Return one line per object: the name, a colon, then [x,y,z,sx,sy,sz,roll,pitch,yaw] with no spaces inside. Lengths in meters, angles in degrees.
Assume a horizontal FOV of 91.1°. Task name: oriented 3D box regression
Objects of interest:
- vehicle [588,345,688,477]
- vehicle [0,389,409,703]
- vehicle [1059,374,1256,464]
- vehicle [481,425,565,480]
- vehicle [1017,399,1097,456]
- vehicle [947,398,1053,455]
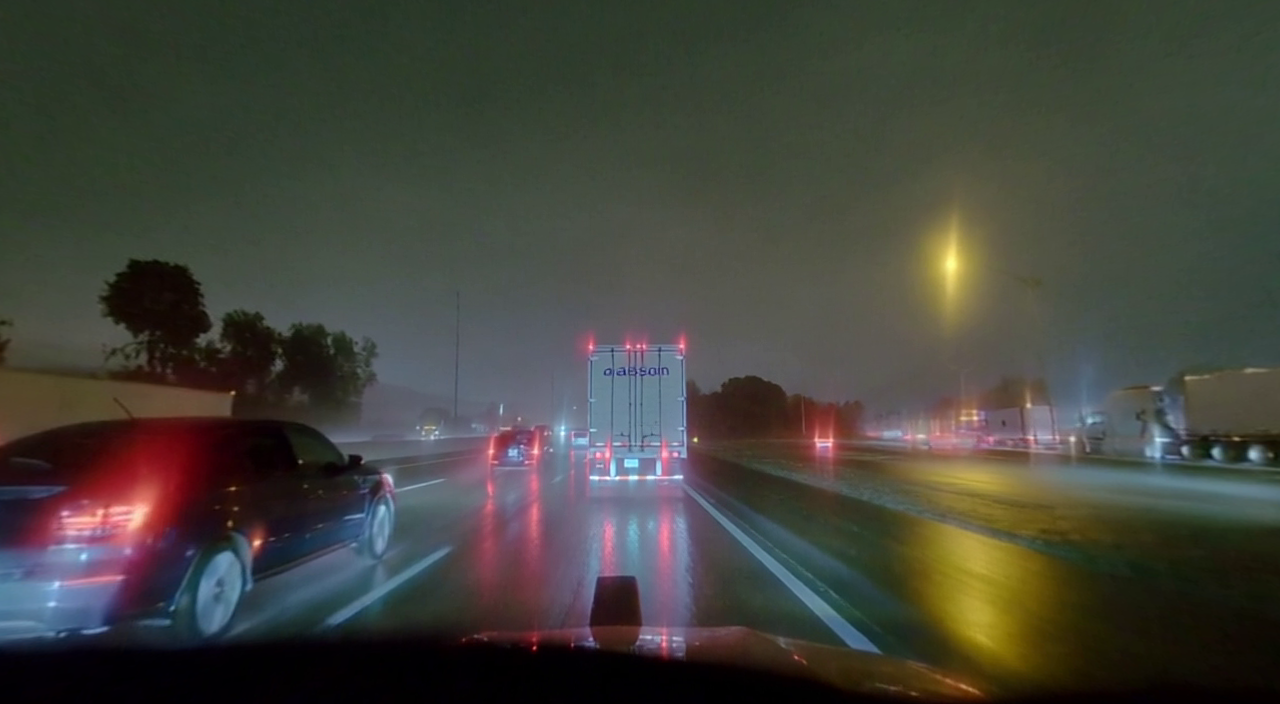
vehicle: [-0.105,2.603,25.686,3.171,4.204,11.036,0,-8,0]
vehicle: [-3.713,1.223,5.152,1.964,1.507,4.361,0,-8,0]
vehicle: [19.368,2.639,24.091,2.443,3.006,5.844,0,-8,0]
vehicle: [-3.713,3.249,20.691,1.946,1.599,4.073,0,-8,0]
vehicle: [19.606,3.585,29.697,1.658,2.523,2.851,0,-8,-1]
vehicle: [18.952,3.993,33.473,2.432,2.753,5.388,0,-8,1]
